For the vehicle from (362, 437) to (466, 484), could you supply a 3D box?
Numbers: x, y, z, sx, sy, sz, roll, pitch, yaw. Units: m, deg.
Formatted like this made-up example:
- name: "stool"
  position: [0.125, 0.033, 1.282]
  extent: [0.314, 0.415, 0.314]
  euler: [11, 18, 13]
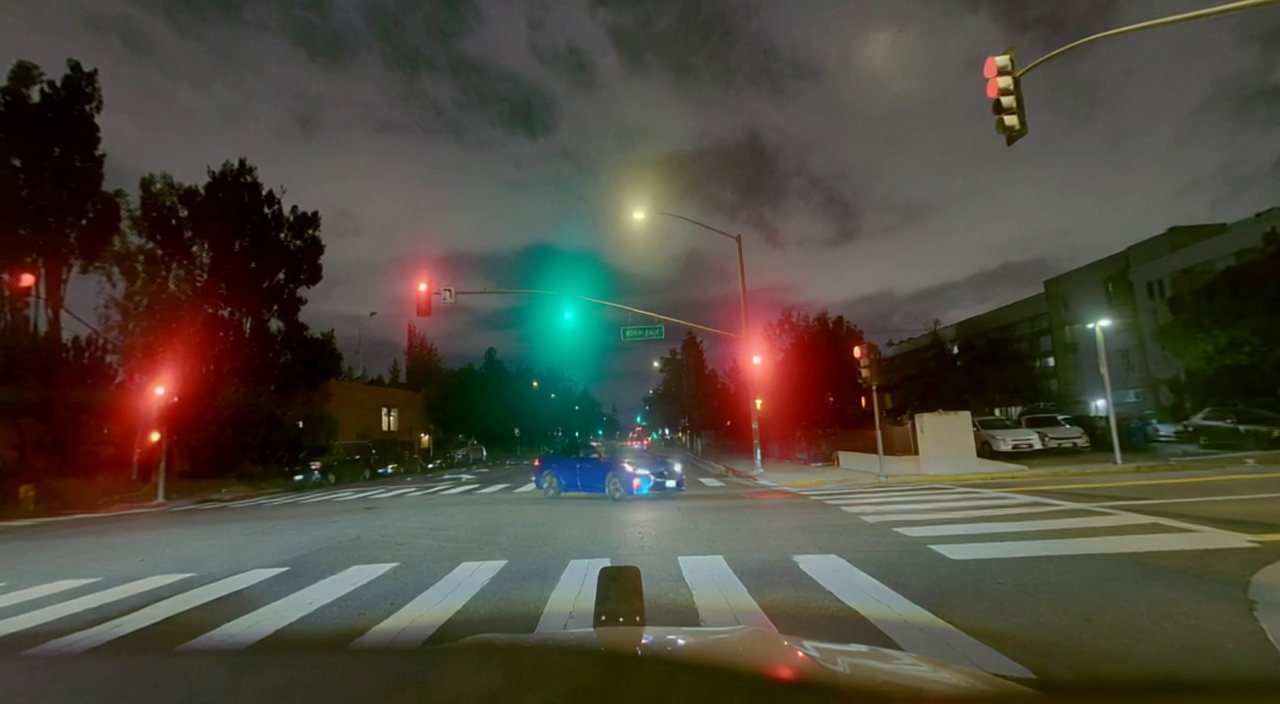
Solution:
- name: "vehicle"
  position: [-10.142, 4.917, 28.983]
  extent: [2.664, 1.940, 5.702]
  euler: [0, -9, 0]

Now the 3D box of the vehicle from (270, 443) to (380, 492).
- name: "vehicle"
  position: [-13.764, 5.063, 28.060]
  extent: [2.306, 1.957, 4.968]
  euler: [0, -9, -1]

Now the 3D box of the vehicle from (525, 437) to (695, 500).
- name: "vehicle"
  position: [-0.940, 3.131, 17.403]
  extent: [4.592, 1.470, 2.071]
  euler: [-9, -12, 44]

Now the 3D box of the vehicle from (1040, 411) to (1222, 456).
- name: "vehicle"
  position: [16.956, 2.903, 22.103]
  extent: [4.560, 1.453, 1.851]
  euler: [-3, -9, 18]
